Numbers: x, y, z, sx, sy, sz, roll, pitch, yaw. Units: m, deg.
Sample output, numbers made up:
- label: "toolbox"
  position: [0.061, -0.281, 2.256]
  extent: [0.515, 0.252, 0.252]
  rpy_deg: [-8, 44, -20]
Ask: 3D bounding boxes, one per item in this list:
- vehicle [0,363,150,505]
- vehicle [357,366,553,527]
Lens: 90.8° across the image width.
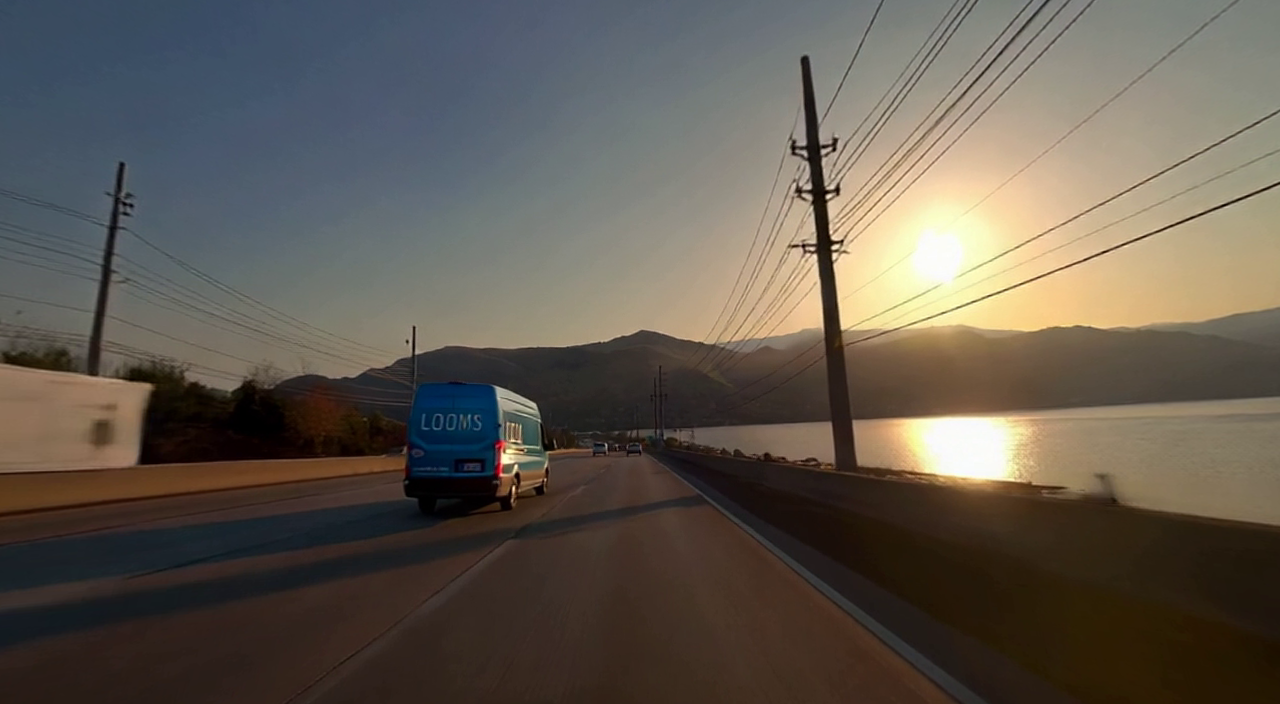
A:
- label: "vehicle"
  position: [-17.614, 1.744, 13.824]
  extent: [3.014, 3.530, 13.679]
  rpy_deg: [0, -9, -1]
- label: "vehicle"
  position: [-3.611, 2.096, 14.179]
  extent: [2.331, 2.757, 6.581]
  rpy_deg: [0, -8, 1]
